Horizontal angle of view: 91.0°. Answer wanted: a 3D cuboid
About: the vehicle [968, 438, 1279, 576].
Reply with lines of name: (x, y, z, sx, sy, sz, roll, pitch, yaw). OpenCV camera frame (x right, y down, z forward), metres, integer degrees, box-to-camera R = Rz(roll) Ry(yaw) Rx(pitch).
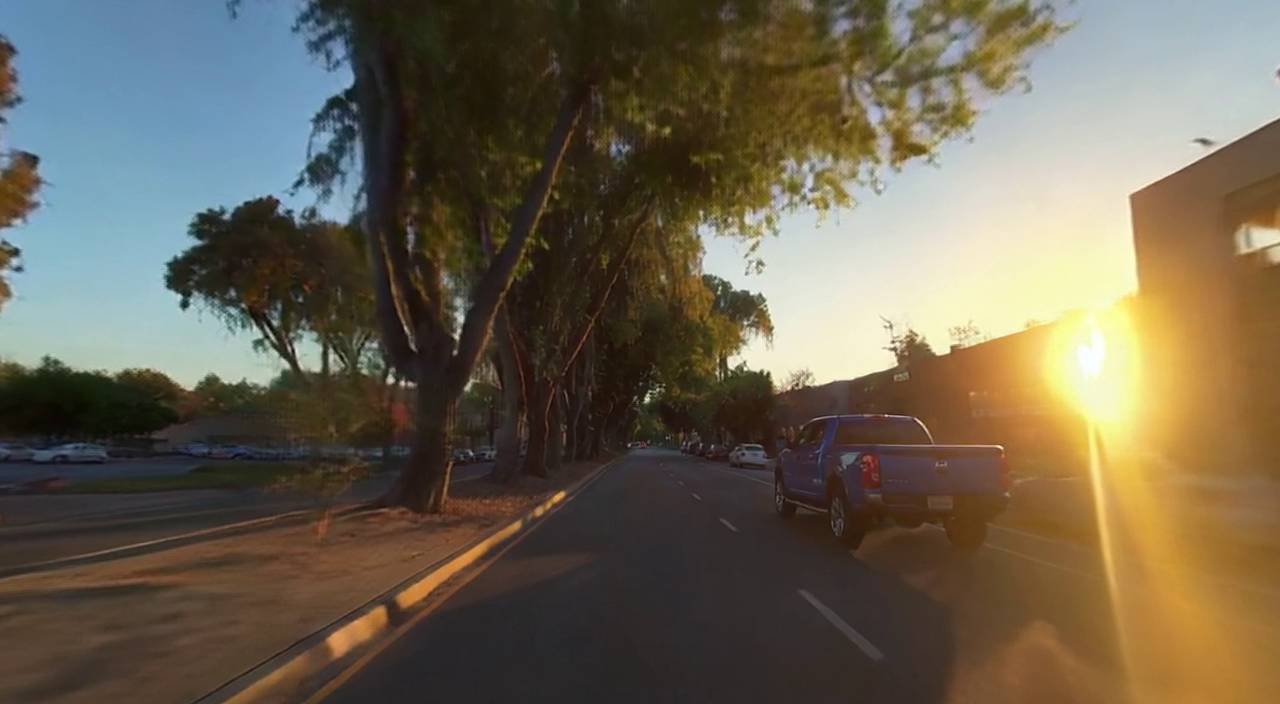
vehicle: (7.391, 2.093, 9.547, 2.108, 1.503, 5.000, 1, -8, 0)

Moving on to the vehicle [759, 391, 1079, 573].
vehicle: (3.330, 1.709, 9.107, 2.085, 1.828, 5.383, 0, -8, -1)

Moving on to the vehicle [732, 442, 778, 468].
vehicle: (7.287, 6.557, 40.272, 1.863, 1.588, 4.670, 0, -8, -2)

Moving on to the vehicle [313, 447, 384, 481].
vehicle: (-16.022, 6.157, 34.829, 1.913, 1.734, 4.357, 0, -8, -2)
